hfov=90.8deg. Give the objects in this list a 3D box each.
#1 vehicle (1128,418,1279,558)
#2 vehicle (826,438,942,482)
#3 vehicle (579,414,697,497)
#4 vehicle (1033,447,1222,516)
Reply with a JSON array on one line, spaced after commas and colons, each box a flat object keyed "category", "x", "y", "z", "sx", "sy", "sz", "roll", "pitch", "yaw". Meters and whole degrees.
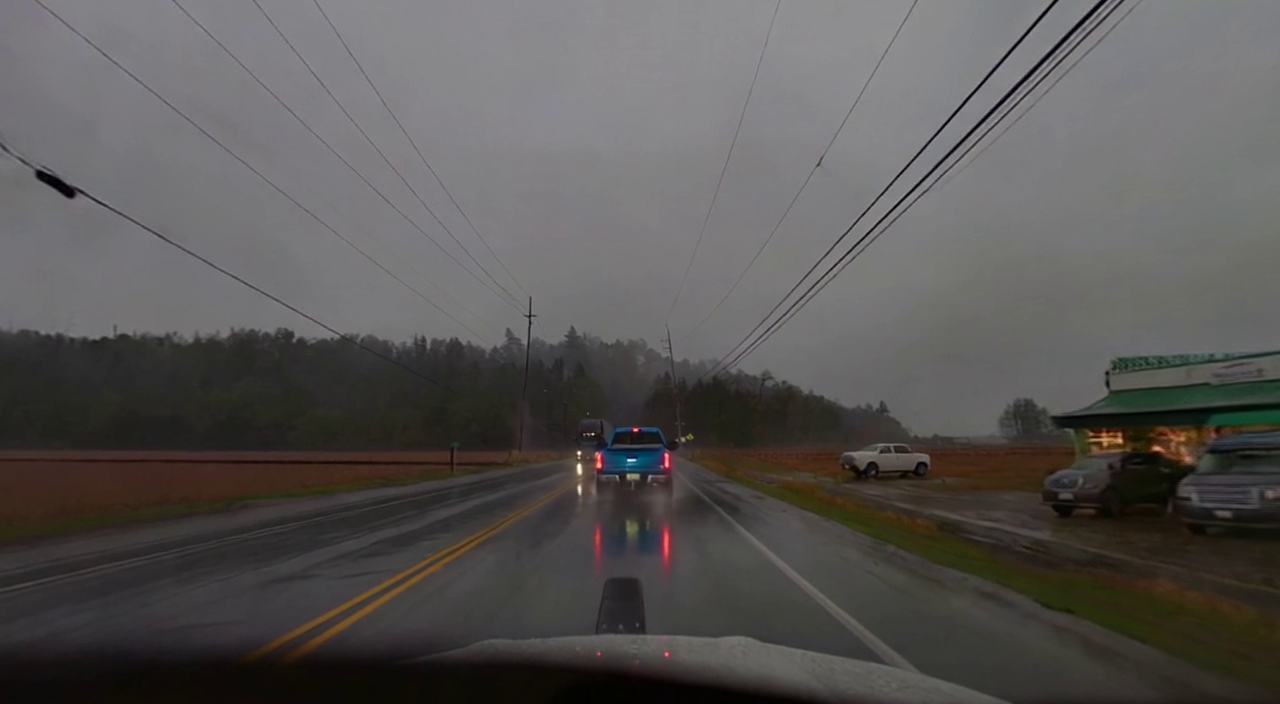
[{"category": "vehicle", "x": 11.167, "y": 2.236, "z": 10.989, "sx": 5.776, "sy": 1.936, "sz": 2.535, "roll": 6, "pitch": -8, "yaw": -35}, {"category": "vehicle", "x": 10.868, "y": 4.698, "z": 27.944, "sx": 5.304, "sy": 1.754, "sz": 2.340, "roll": 7, "pitch": -11, "yaw": -38}, {"category": "vehicle", "x": -0.022, "y": 3.124, "z": 19.457, "sx": 2.921, "sy": 2.031, "sz": 7.416, "roll": 0, "pitch": -8, "yaw": 0}, {"category": "vehicle", "x": 12.052, "y": 3.086, "z": 15.577, "sx": 4.571, "sy": 1.451, "sz": 1.906, "roll": 5, "pitch": -10, "yaw": -29}]
